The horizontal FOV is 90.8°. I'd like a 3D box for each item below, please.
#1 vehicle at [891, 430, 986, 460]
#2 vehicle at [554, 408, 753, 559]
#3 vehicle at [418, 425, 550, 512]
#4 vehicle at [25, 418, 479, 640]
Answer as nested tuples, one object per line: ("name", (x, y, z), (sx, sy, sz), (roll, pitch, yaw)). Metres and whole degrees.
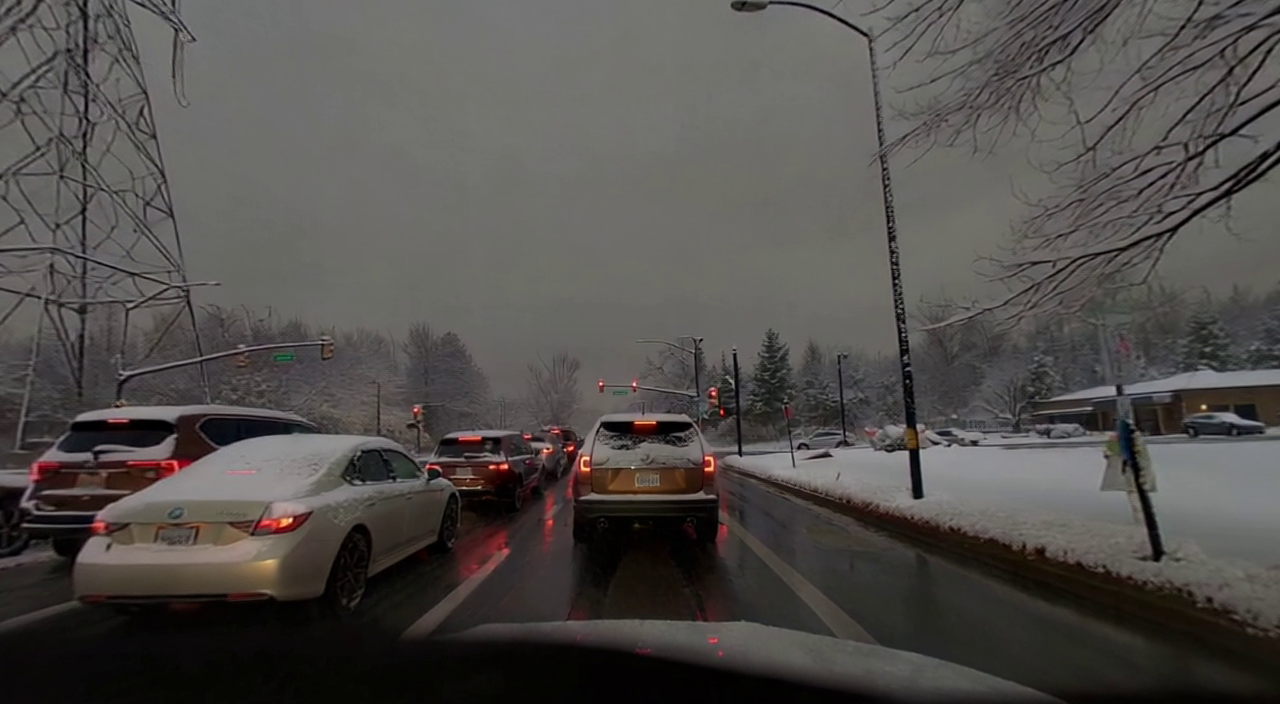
("vehicle", (15.097, 4.721, 32.111), (3.858, 1.437, 1.899), (0, -8, -5))
("vehicle", (0.094, 1.783, 9.291), (2.239, 1.661, 4.224), (0, -8, -2))
("vehicle", (-3.255, 2.508, 14.025), (1.997, 1.636, 3.760), (0, -8, -1))
("vehicle", (-3.185, 1.515, 6.550), (1.973, 1.469, 4.448), (0, -8, -1))
